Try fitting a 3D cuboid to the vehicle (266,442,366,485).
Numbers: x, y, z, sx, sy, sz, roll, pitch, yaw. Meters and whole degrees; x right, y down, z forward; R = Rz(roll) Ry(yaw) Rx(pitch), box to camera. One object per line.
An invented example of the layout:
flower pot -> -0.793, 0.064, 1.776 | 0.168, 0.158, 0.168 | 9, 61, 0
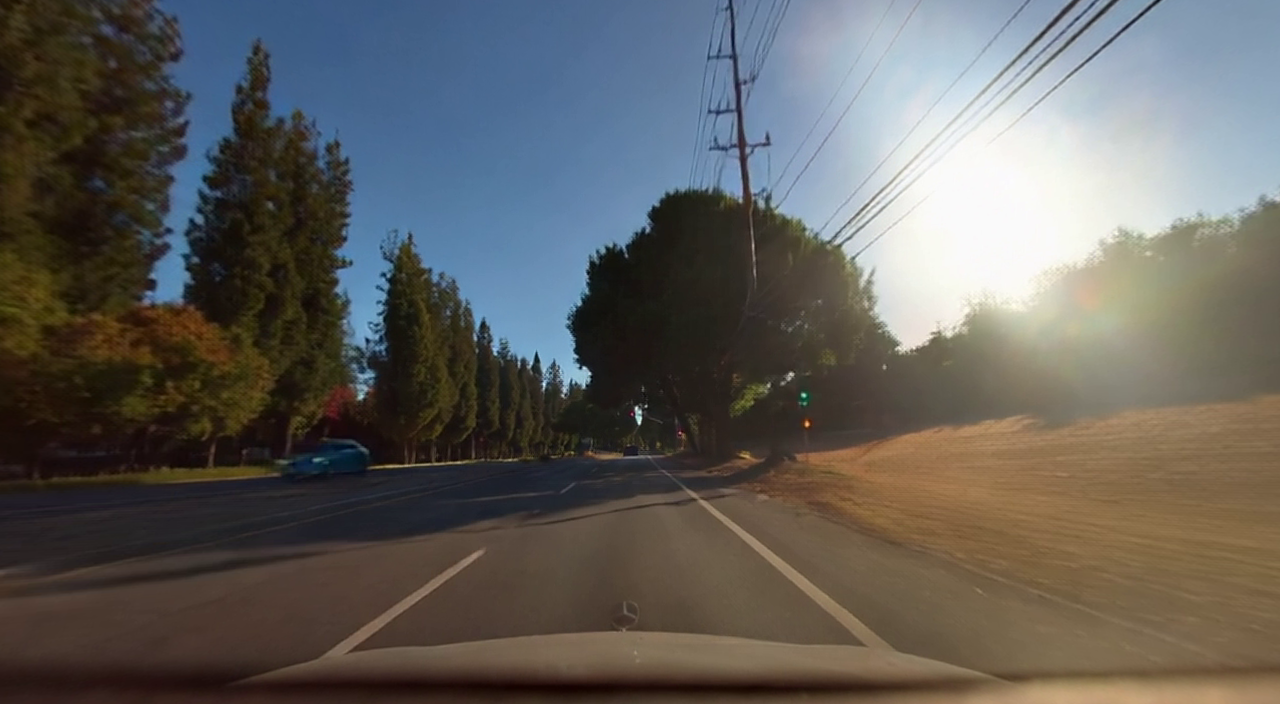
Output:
vehicle -> -14.352, 4.946, 28.368 | 2.037, 1.712, 4.576 | 0, -9, 0
